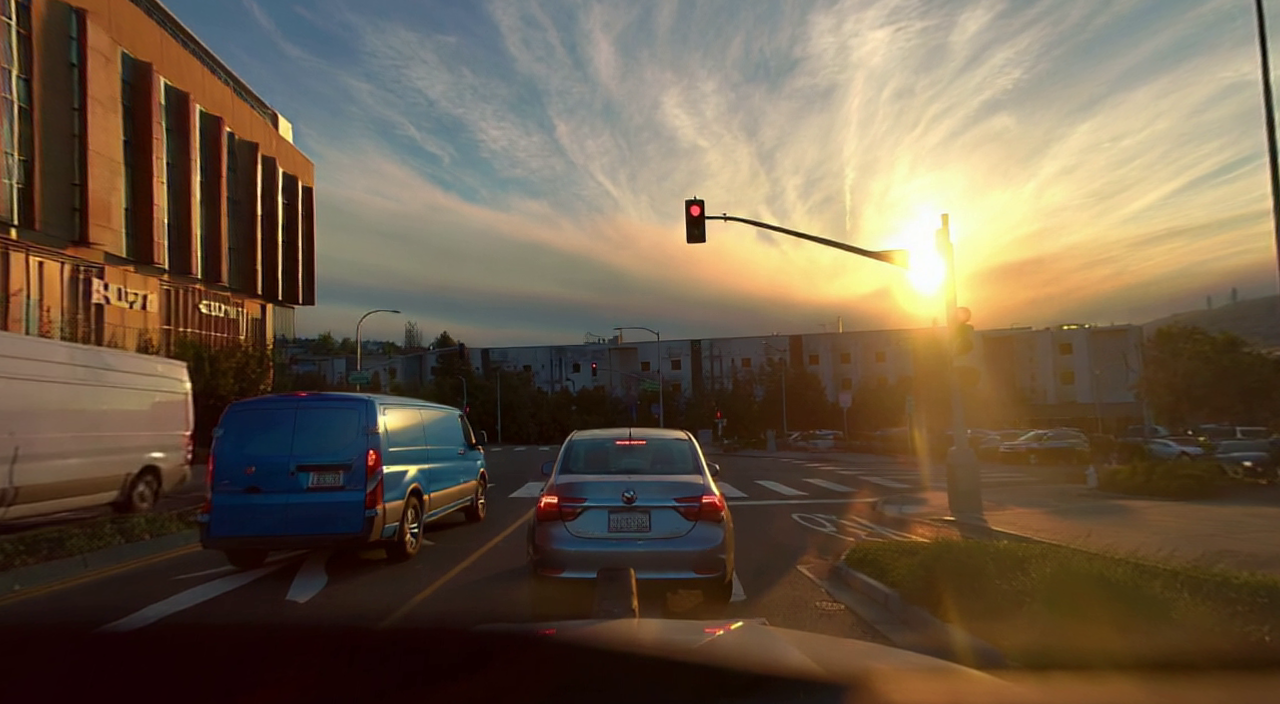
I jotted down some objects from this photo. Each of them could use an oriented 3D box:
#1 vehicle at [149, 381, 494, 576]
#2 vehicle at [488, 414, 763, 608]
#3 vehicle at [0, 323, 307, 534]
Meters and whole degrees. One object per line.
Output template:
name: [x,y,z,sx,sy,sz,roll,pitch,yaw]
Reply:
vehicle: [-3.585,1.523,8.517,2.076,1.820,5.100,0,-8,-1]
vehicle: [-0.116,1.467,6.776,2.064,1.452,3.942,0,-8,0]
vehicle: [-10.756,1.406,11.398,2.973,3.009,12.605,-1,-7,-2]
